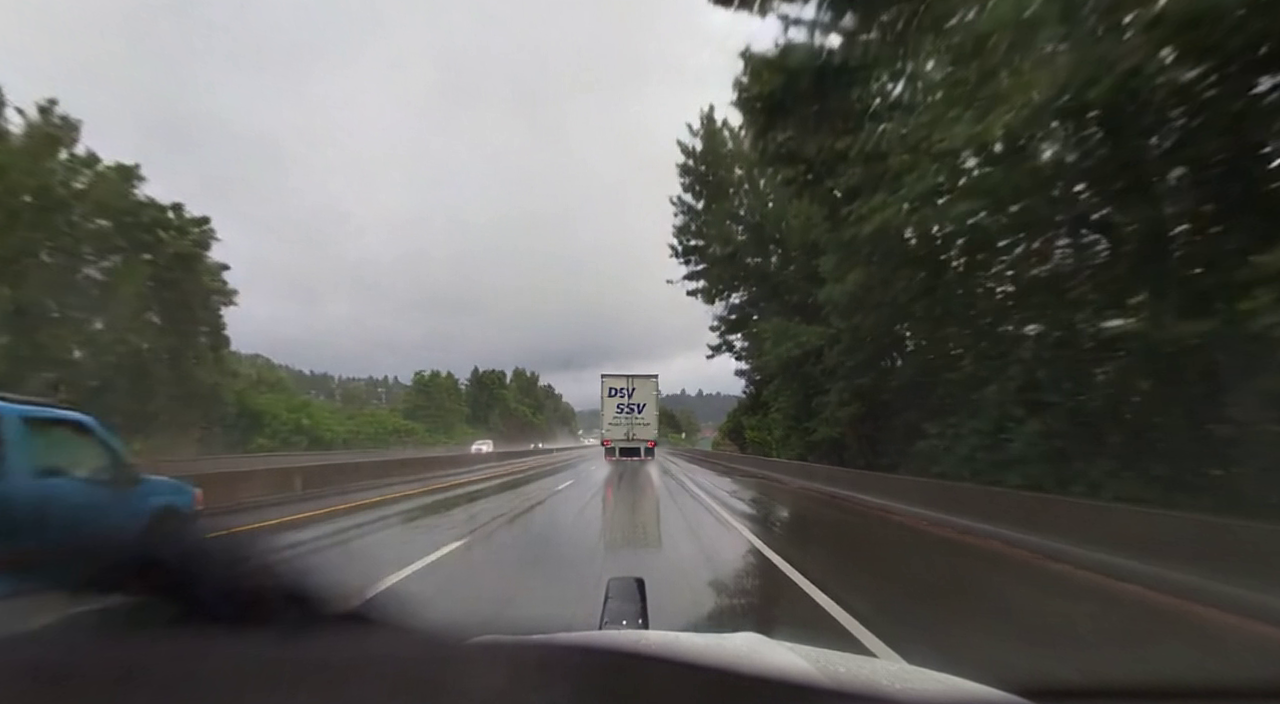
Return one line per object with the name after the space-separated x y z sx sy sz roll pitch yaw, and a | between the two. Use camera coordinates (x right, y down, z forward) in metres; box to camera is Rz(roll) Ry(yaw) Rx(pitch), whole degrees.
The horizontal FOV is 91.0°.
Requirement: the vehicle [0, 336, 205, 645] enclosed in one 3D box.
-4.777 0.714 3.023 2.086 1.778 4.544 0 -8 0 | vehicle

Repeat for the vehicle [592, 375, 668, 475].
-0.542 3.620 30.083 2.969 3.957 10.270 0 -8 -2 | vehicle
